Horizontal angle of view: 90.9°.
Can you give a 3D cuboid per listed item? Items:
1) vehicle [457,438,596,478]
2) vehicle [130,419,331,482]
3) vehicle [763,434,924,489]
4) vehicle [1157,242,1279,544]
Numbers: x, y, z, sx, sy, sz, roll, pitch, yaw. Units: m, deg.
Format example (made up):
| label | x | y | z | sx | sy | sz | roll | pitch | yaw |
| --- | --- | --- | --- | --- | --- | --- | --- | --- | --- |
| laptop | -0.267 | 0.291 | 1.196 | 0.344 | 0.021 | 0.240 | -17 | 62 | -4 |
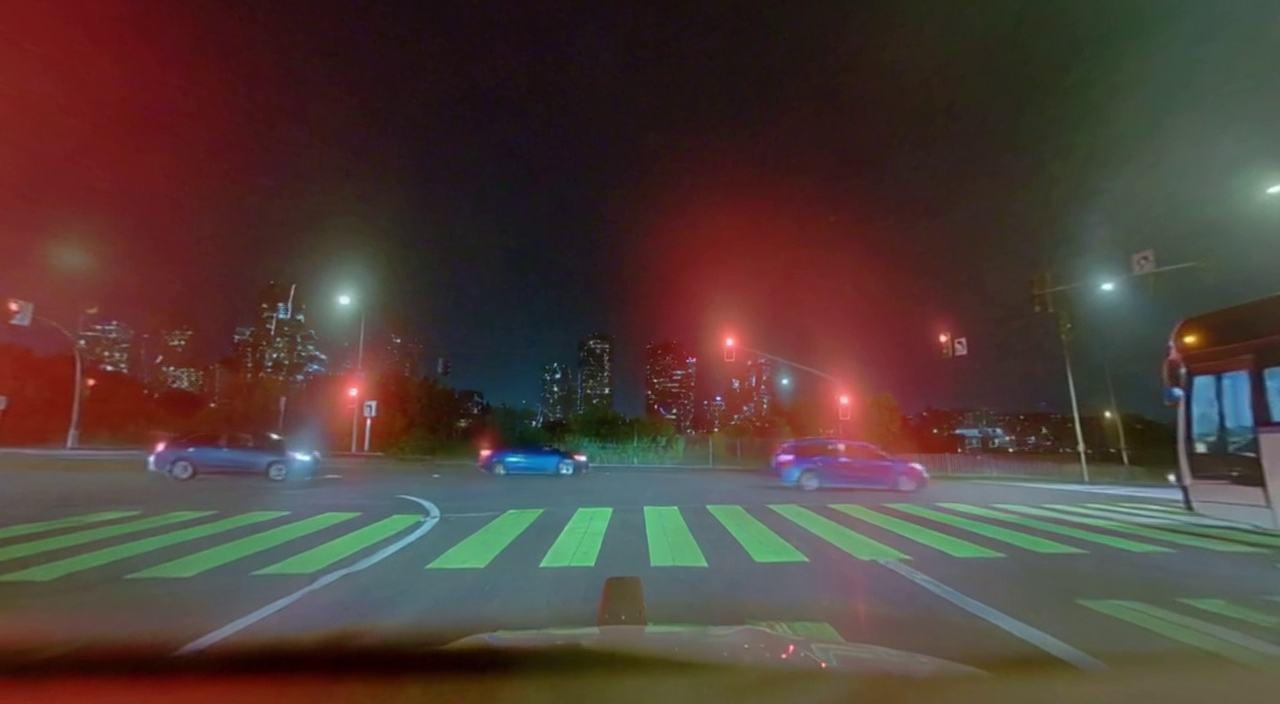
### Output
| label | x | y | z | sx | sy | sz | roll | pitch | yaw |
| --- | --- | --- | --- | --- | --- | --- | --- | --- | --- |
| vehicle | -4.494 | 4.169 | 25.027 | 5.203 | 1.488 | 1.907 | 2 | -9 | -17 |
| vehicle | -12.078 | 2.934 | 18.997 | 4.626 | 1.710 | 1.891 | 2 | -9 | -18 |
| vehicle | 6.898 | 3.734 | 21.479 | 5.014 | 1.675 | 1.906 | 4 | -9 | -18 |
| vehicle | 9.584 | -0.153 | 3.698 | 2.916 | 4.009 | 13.397 | -1 | -9 | 6 |
